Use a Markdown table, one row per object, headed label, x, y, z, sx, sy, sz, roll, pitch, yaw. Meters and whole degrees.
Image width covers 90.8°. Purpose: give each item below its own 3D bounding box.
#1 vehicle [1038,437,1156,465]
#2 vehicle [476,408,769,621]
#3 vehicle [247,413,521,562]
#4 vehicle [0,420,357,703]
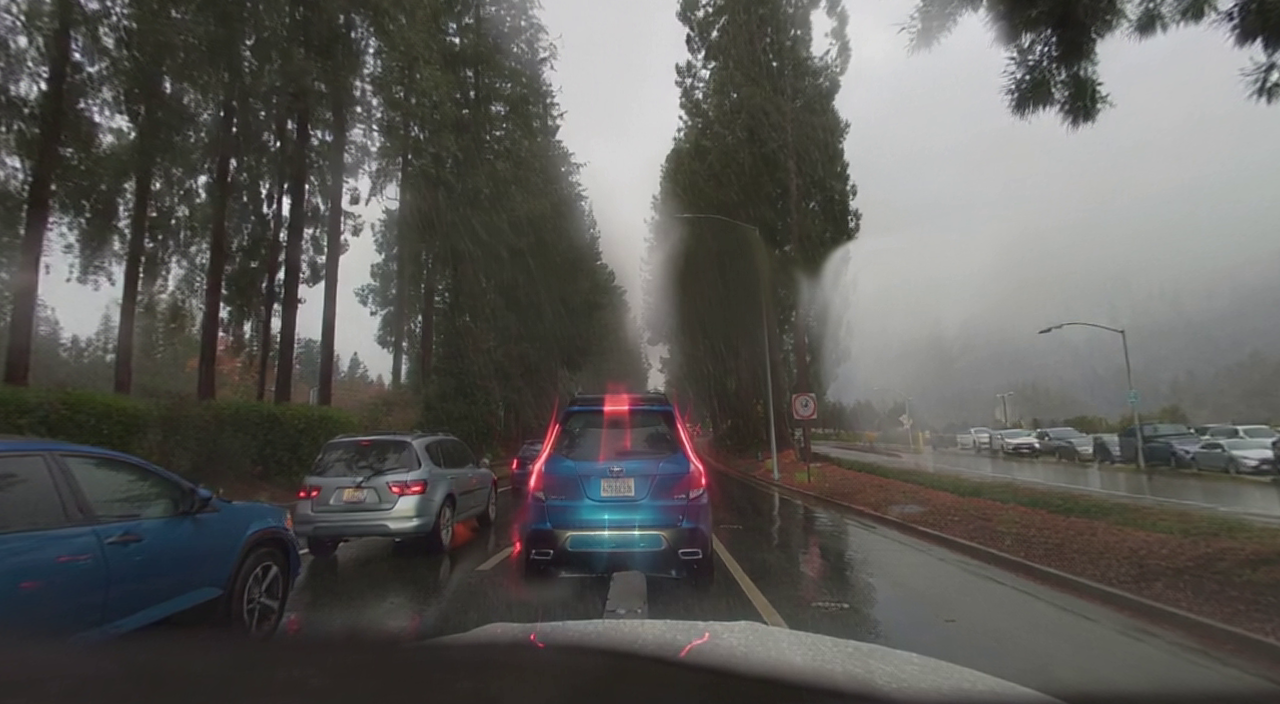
| label | x | y | z | sx | sy | sz | roll | pitch | yaw |
| --- | --- | --- | --- | --- | --- | --- | --- | --- | --- |
| vehicle | 28.488 | 6.180 | 39.471 | 5.955 | 1.702 | 2.166 | 1 | -8 | -6 |
| vehicle | -0.032 | 1.524 | 6.832 | 2.229 | 1.591 | 3.897 | -1 | -8 | 3 |
| vehicle | -3.482 | 1.947 | 9.855 | 2.188 | 1.745 | 4.618 | 0 | -8 | 2 |
| vehicle | -3.662 | 1.166 | 3.621 | 1.922 | 1.464 | 4.424 | 0 | -8 | 2 |
